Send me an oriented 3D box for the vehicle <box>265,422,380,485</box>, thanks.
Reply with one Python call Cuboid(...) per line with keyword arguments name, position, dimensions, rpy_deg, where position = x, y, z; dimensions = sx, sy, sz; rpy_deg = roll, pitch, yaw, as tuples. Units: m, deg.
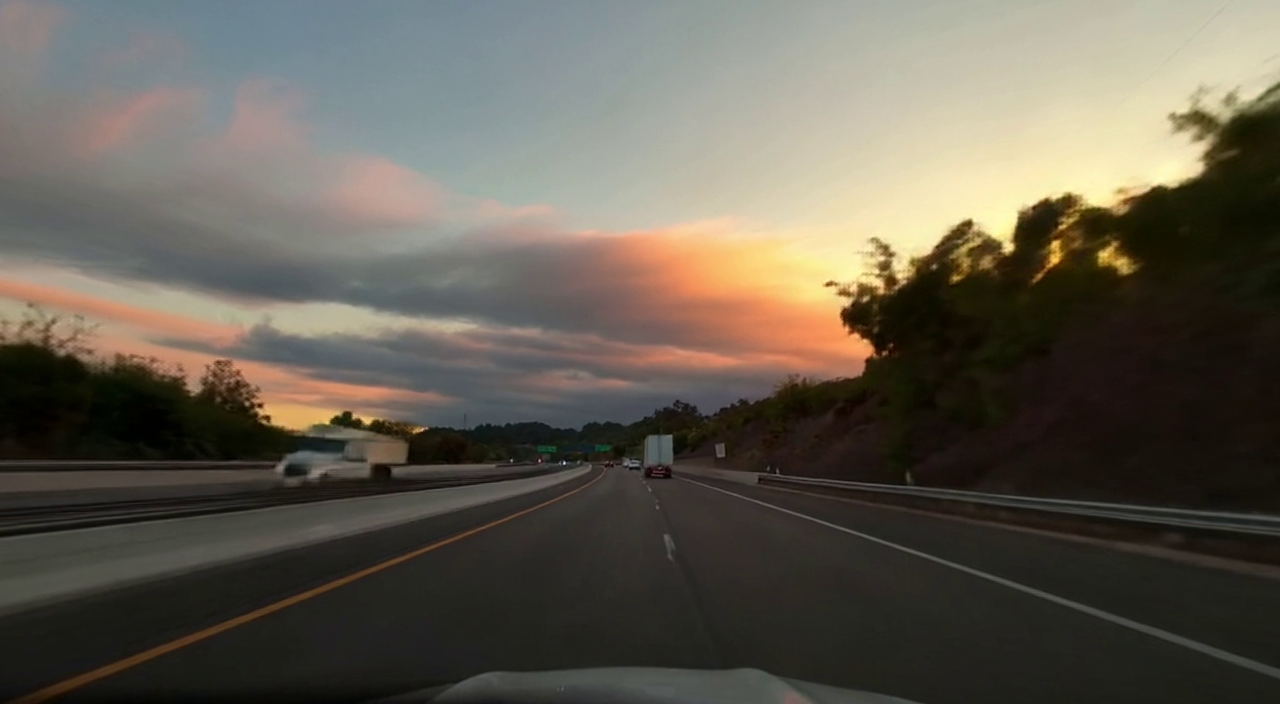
Cuboid(name="vehicle", position=(-14.927, 4.910, 30.184), dimensions=(2.238, 2.652, 6.100), rpy_deg=(1, -10, 0))
